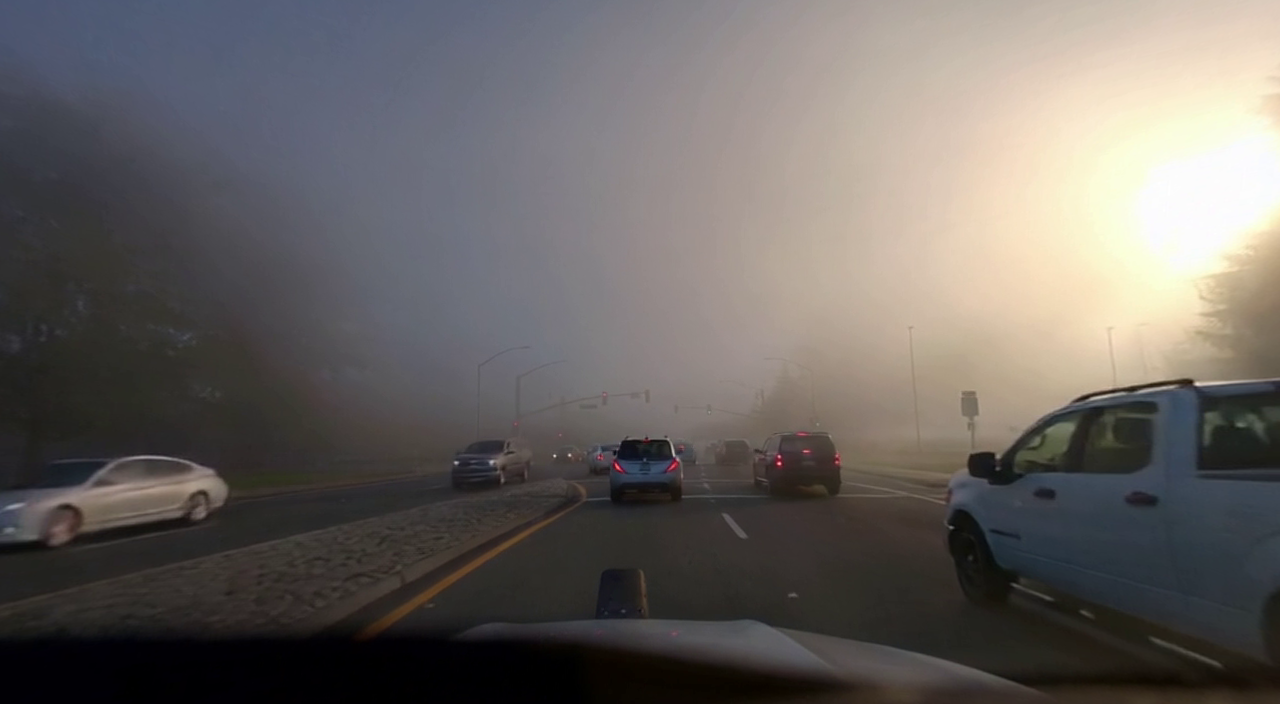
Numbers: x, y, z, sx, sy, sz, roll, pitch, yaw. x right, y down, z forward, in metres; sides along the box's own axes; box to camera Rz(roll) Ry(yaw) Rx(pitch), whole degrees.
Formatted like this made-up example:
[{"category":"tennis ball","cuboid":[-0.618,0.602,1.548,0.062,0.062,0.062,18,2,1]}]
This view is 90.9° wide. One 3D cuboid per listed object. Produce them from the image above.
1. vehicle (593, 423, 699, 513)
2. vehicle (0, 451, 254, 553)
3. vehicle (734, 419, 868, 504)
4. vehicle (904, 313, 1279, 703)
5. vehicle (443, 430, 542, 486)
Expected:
[{"category":"vehicle","cuboid":[0.242,2.620,14.614,2.113,1.768,3.901,0,-9,4]},{"category":"vehicle","cuboid":[-9.840,2.628,11.868,1.953,1.476,4.747,0,-9,3]},{"category":"vehicle","cuboid":[4.013,2.892,17.024,2.317,1.857,5.940,0,-9,3]},{"category":"vehicle","cuboid":[3.470,0.926,3.469,2.114,1.765,4.647,0,-9,2]},{"category":"vehicle","cuboid":[-5.900,4.351,26.145,2.355,2.005,5.673,-1,-9,4]}]
